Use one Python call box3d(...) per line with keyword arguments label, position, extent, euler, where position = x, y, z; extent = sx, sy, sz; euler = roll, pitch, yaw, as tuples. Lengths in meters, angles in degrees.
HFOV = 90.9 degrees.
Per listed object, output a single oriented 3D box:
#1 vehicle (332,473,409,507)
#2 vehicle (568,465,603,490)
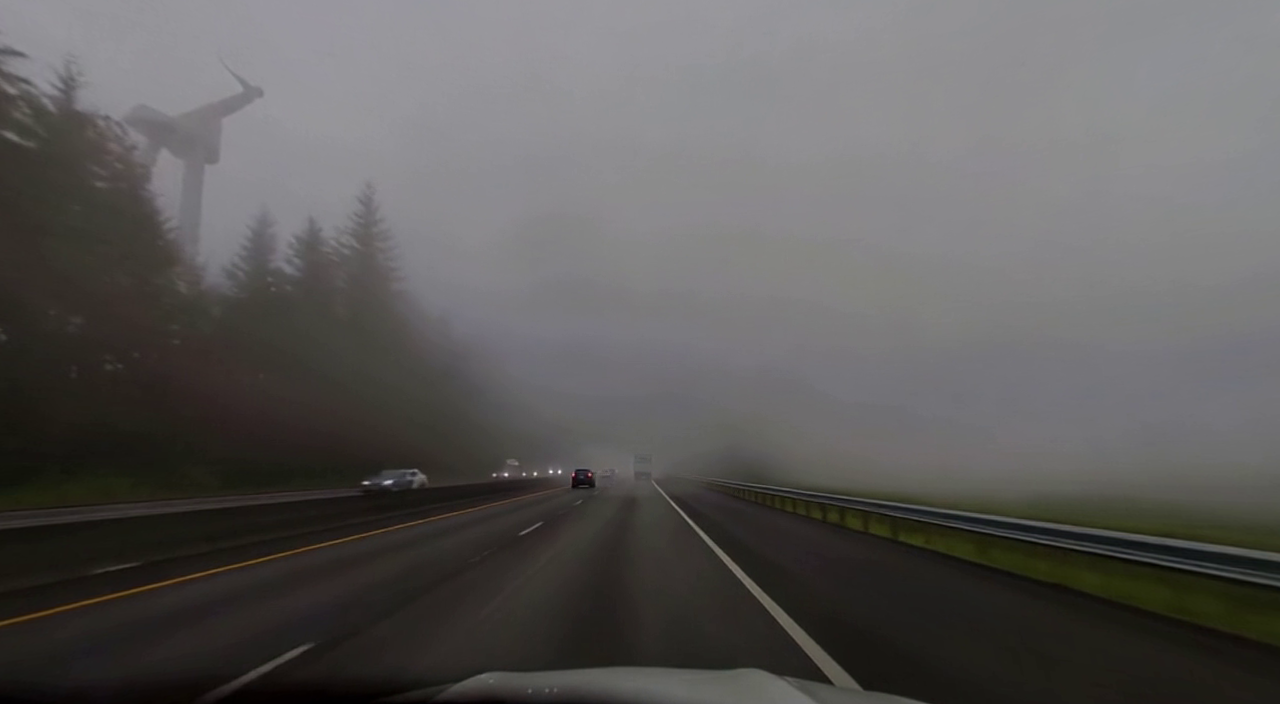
box3d(label="vehicle", position=(-12.820, 6.555, 30.220), extent=(1.822, 1.431, 4.146), euler=(1, -11, 0))
box3d(label="vehicle", position=(-3.898, 9.125, 46.024), extent=(2.124, 1.705, 4.440), euler=(1, -11, 0))
